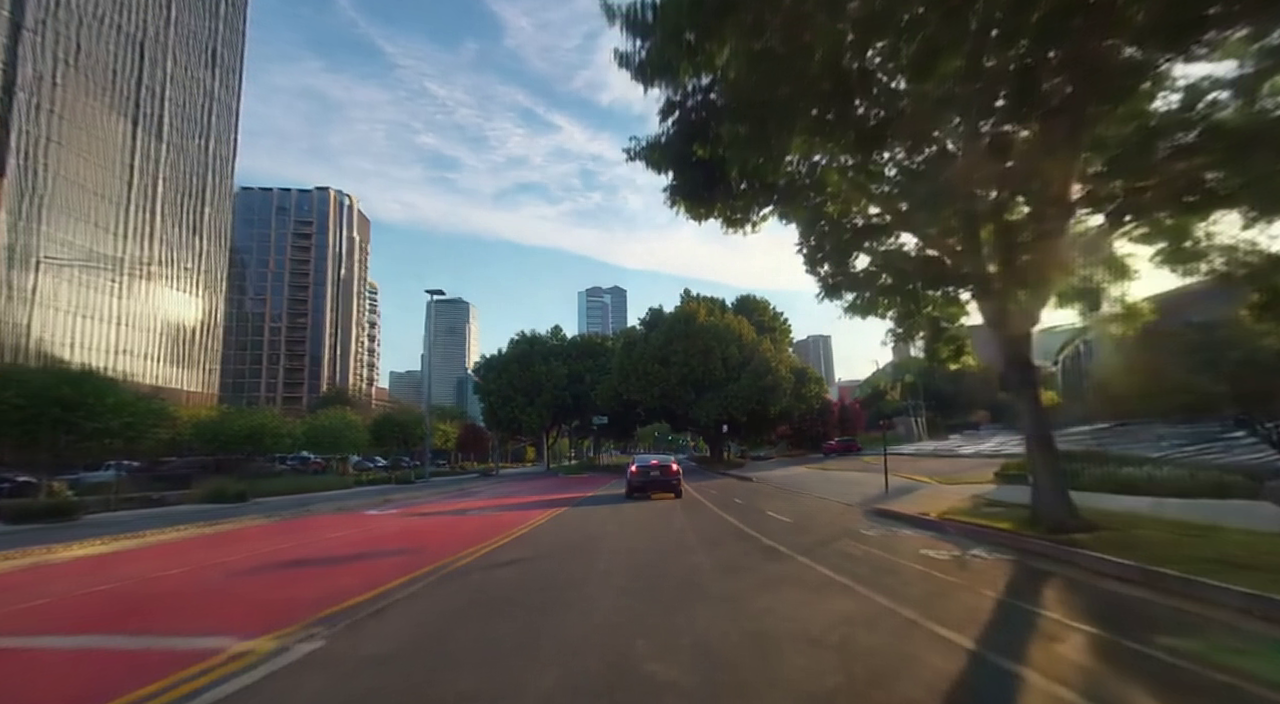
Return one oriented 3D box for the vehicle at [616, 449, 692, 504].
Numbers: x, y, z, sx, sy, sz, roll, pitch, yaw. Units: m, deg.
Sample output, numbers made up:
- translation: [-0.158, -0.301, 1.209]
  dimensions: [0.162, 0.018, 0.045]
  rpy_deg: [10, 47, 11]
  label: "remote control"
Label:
- translation: [0.380, 3.694, 19.170]
  dimensions: [2.063, 1.442, 4.135]
  rpy_deg: [0, -9, 0]
  label: "vehicle"
